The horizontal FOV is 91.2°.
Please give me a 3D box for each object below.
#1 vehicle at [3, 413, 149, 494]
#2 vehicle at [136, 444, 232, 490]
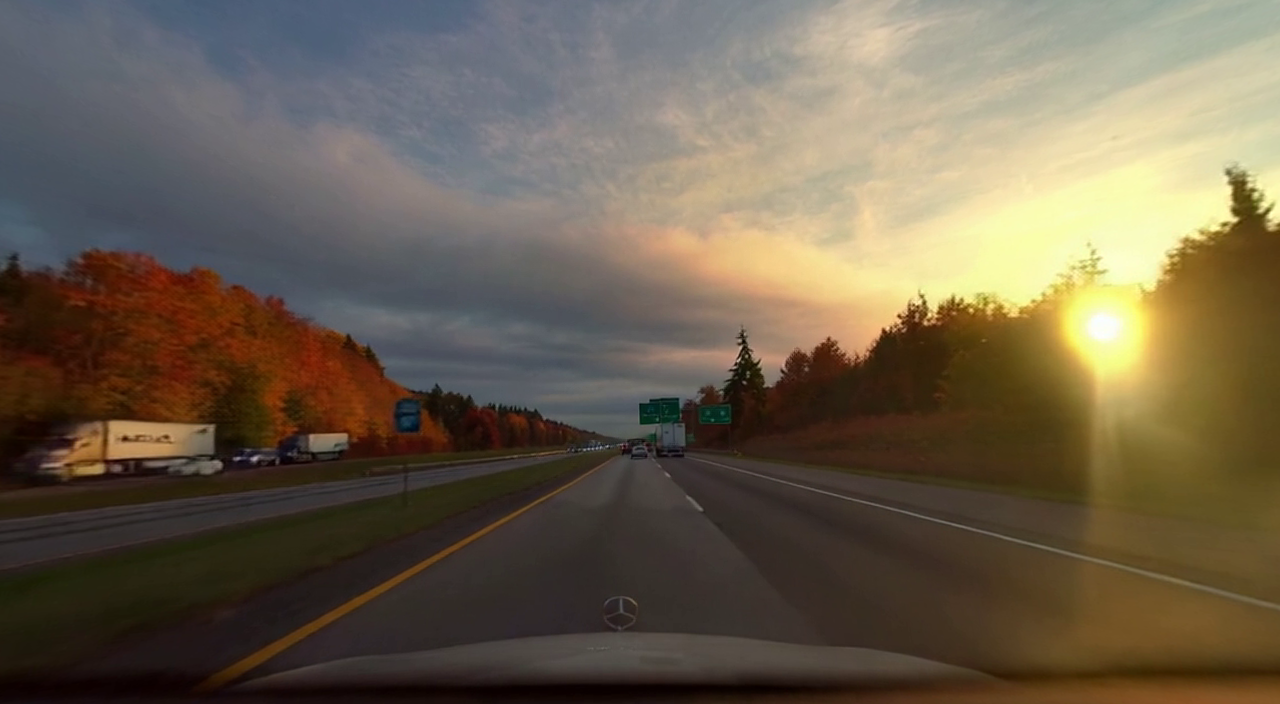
[{"bbox_3d":[-31.497,5.685,35.469,3.075,4.089,6.338,1,-9,-12],"label":"vehicle"},{"bbox_3d":[-28.616,7.187,39.669,2.351,2.578,6.157,1,-9,-11],"label":"vehicle"}]
